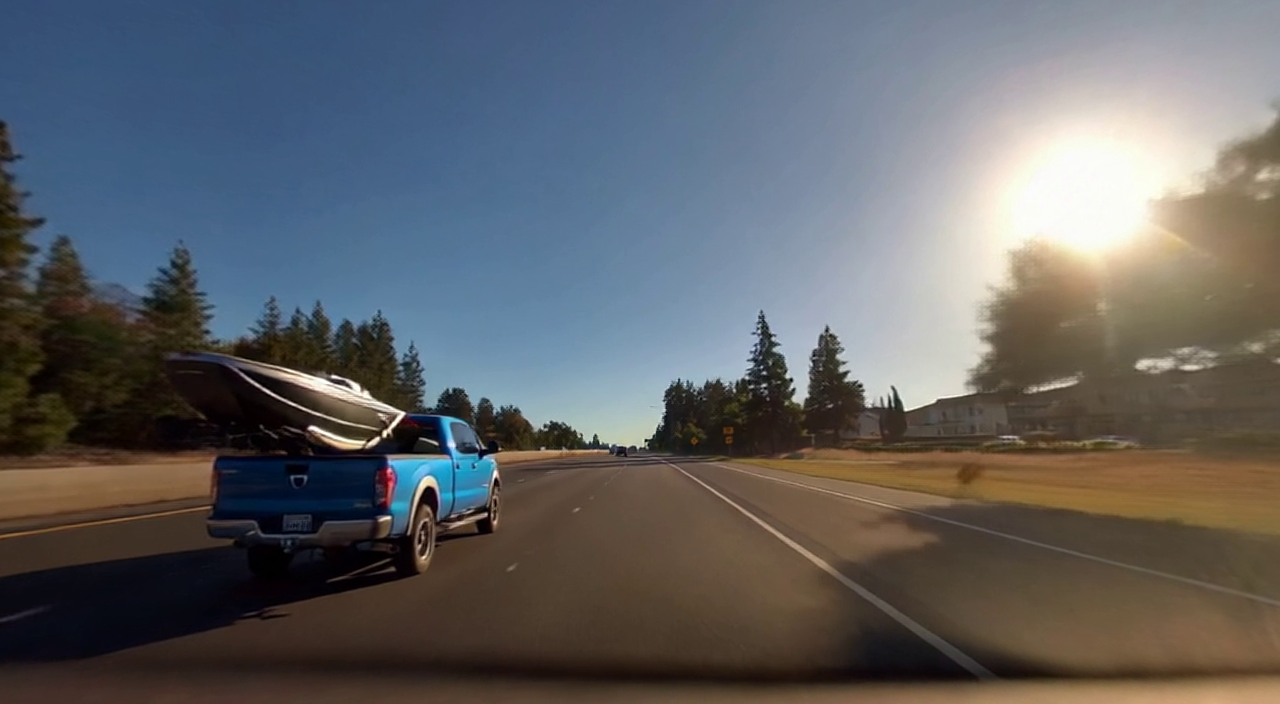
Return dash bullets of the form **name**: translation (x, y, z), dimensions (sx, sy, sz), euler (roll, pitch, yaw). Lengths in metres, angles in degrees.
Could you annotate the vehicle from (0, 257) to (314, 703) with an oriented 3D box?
- **vehicle**: translation (-3.031, 0.528, 1.081), dimensions (1.919, 1.935, 5.609), euler (0, -8, 0)
